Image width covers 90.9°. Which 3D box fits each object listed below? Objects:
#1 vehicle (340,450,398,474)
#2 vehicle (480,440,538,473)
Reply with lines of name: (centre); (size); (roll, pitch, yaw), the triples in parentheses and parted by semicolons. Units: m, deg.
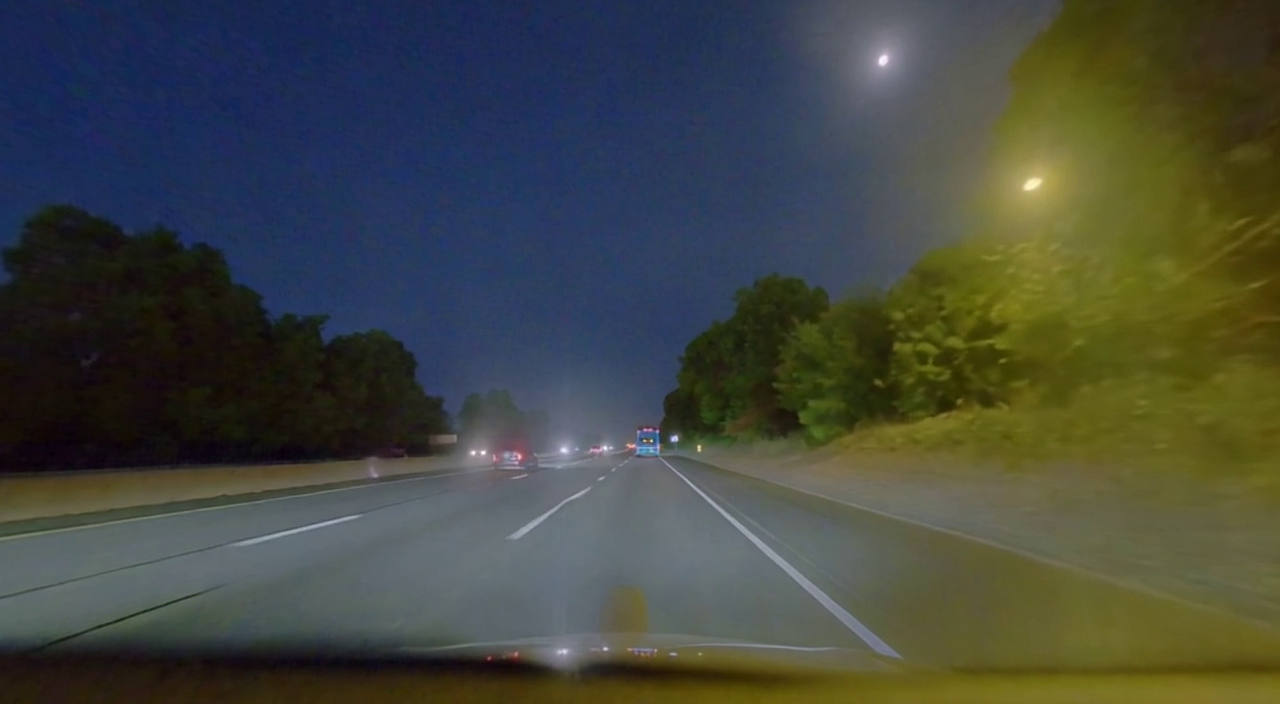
vehicle: (-17.622, 7.141, 41.252); (1.785, 1.448, 4.517); (0, -8, 1)
vehicle: (-7.073, 5.682, 34.507); (2.080, 1.674, 4.660); (0, -8, 1)
